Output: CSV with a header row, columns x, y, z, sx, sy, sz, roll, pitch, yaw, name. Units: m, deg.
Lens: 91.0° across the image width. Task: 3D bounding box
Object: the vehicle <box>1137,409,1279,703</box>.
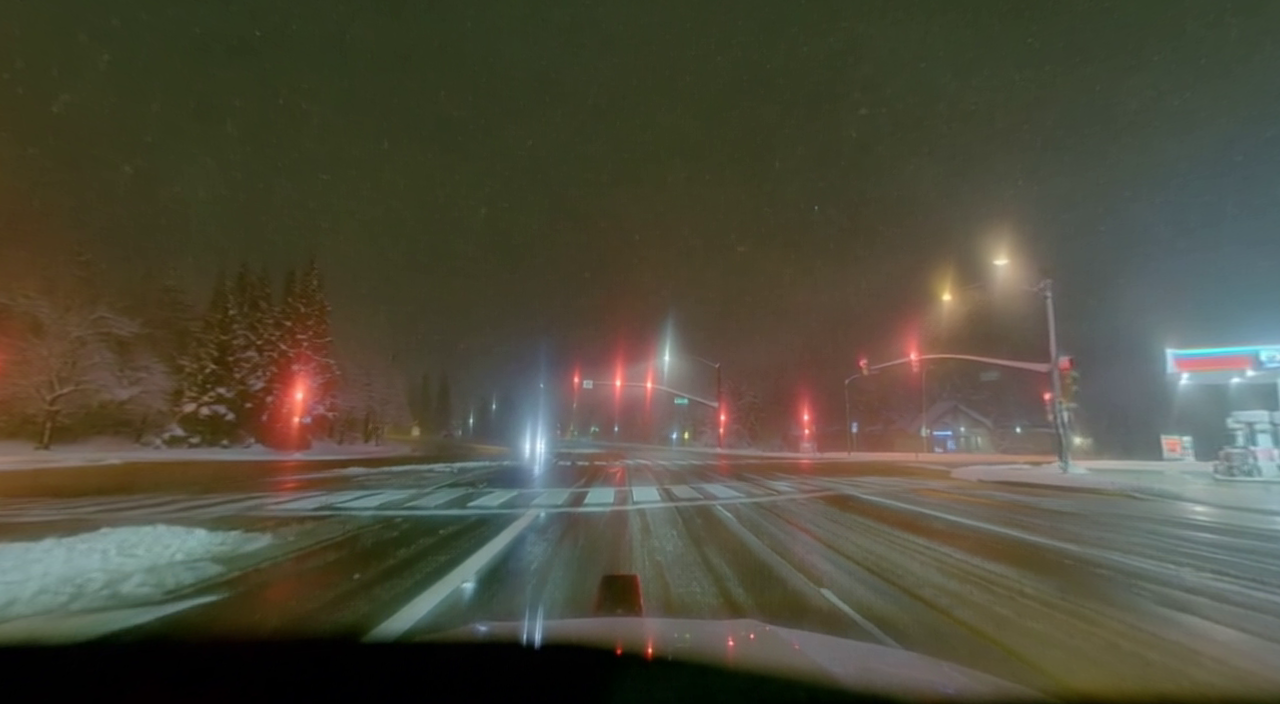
x,y,z,sx,sy,sz,roll,pitch,yaw,name
3.252,0.676,0.530,2.023,1.437,4.477,0,-8,0,vehicle
